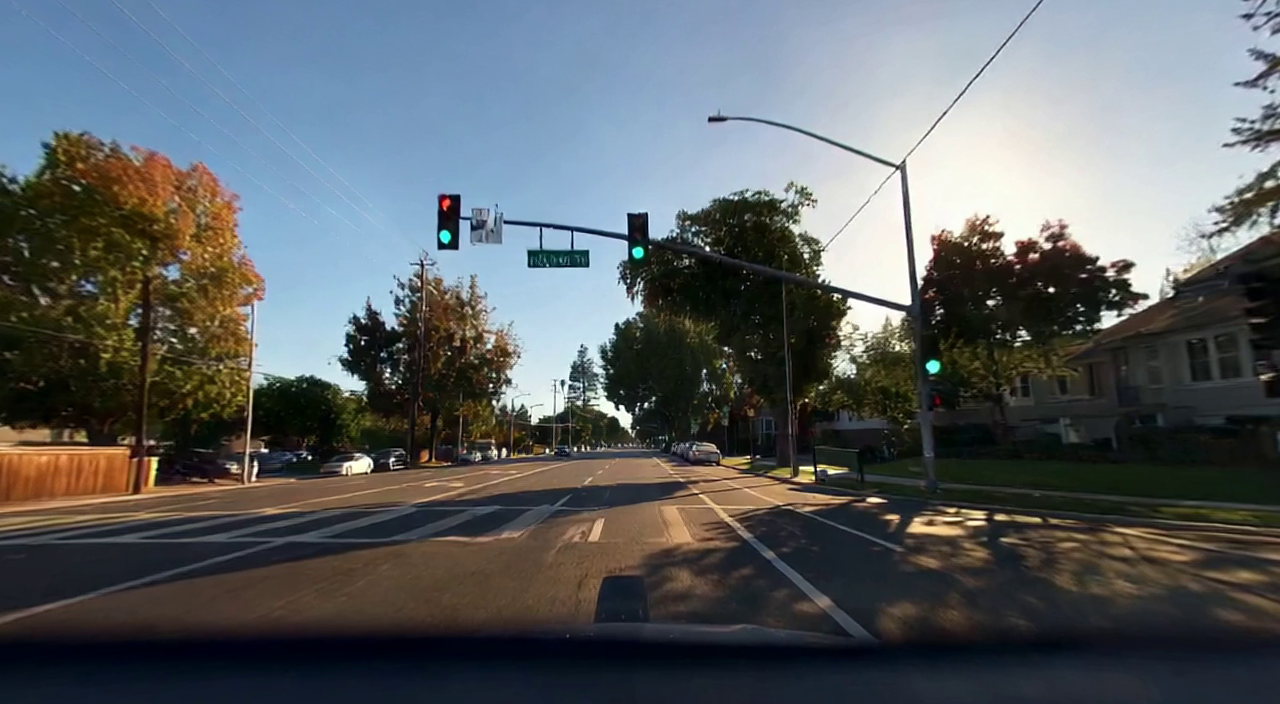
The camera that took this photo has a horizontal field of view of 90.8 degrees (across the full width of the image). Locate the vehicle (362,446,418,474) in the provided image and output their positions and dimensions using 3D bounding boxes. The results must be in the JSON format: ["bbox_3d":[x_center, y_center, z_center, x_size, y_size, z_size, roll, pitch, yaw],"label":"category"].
[{"bbox_3d":[-17.846,7.667,45.333,2.105,1.734,4.673,-3,-8,1],"label":"vehicle"}]

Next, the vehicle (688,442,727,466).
[{"bbox_3d":[4.381,6.709,41.702,1.927,1.523,4.668,0,-8,-2],"label":"vehicle"}]

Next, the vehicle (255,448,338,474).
[{"bbox_3d":[-23.540,7.482,43.442,4.670,1.486,1.864,-3,-8,1],"label":"vehicle"}]

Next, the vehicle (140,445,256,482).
[{"bbox_3d":[-23.290,5.872,33.454,4.488,1.810,2.003,1,-9,-9],"label":"vehicle"}]

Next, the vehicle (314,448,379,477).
[{"bbox_3d":[-17.856,6.710,38.669,1.896,1.661,4.191,0,-8,1],"label":"vehicle"}]
